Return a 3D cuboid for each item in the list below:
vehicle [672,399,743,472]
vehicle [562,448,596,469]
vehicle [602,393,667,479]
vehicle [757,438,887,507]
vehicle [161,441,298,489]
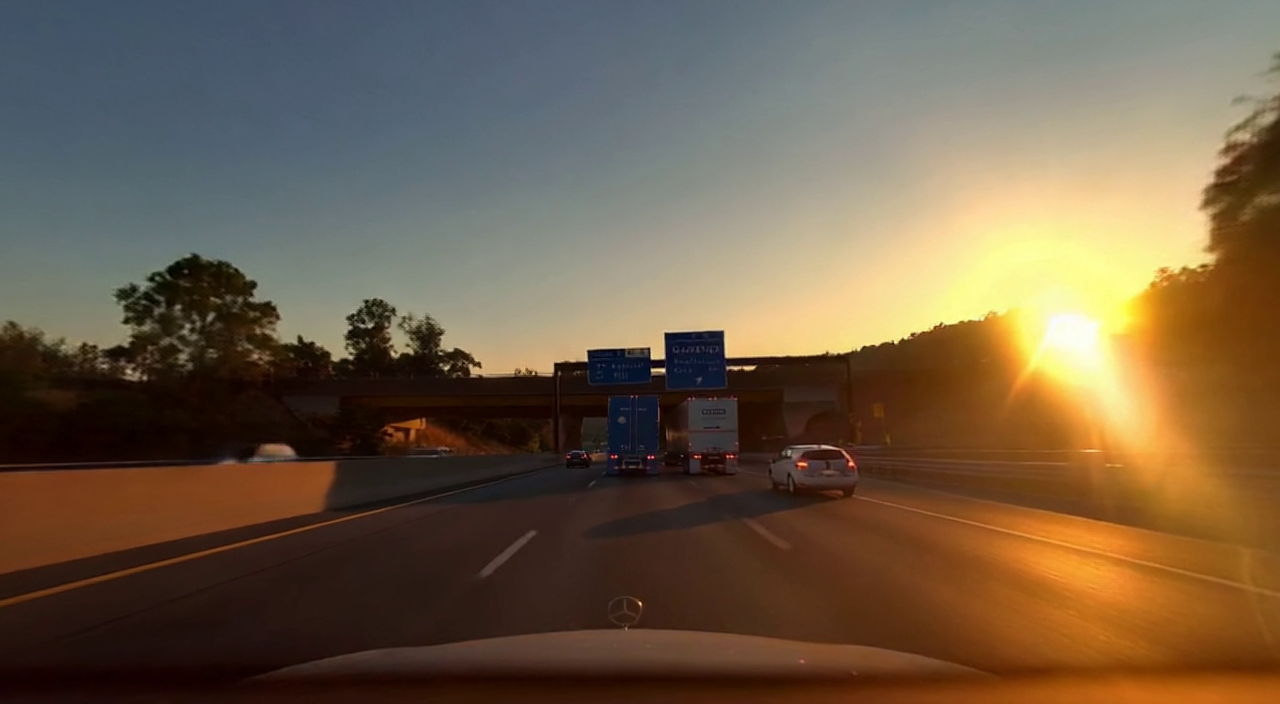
[{"bbox_3d":[4.213,5.862,43.093,3.044,4.128,14.482,0,-9,-1],"label":"vehicle"},{"bbox_3d":[-4.364,7.677,45.651,2.067,1.452,4.085,0,-9,0],"label":"vehicle"},{"bbox_3d":[-0.284,4.470,32.856,2.864,3.805,9.709,0,-9,-1],"label":"vehicle"},{"bbox_3d":[4.530,3.094,16.621,2.086,1.530,4.808,0,-9,1],"label":"vehicle"},{"bbox_3d":[-15.943,4.392,24.911,1.987,1.686,5.070,0,-9,0],"label":"vehicle"}]
